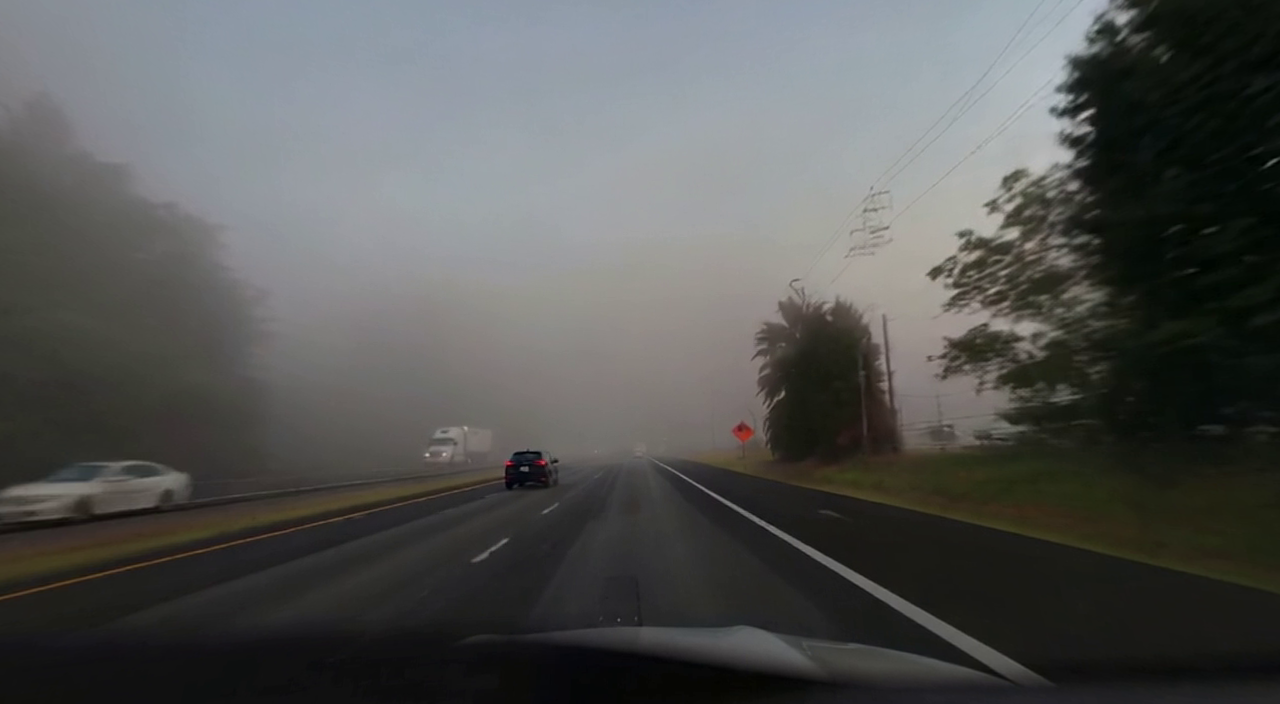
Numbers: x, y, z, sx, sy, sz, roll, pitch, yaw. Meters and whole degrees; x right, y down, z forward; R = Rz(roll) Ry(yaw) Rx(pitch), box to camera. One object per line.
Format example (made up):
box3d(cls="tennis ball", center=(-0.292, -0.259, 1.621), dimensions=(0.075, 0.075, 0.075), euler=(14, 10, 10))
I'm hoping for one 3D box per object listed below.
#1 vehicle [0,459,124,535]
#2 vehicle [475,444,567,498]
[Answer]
box3d(cls="vehicle", center=(-12.994, 2.942, 12.917), dimensions=(1.642, 1.383, 3.633), euler=(0, -9, -1))
box3d(cls="vehicle", center=(-3.704, 3.805, 20.399), dimensions=(2.123, 1.545, 4.404), euler=(0, -9, 0))
